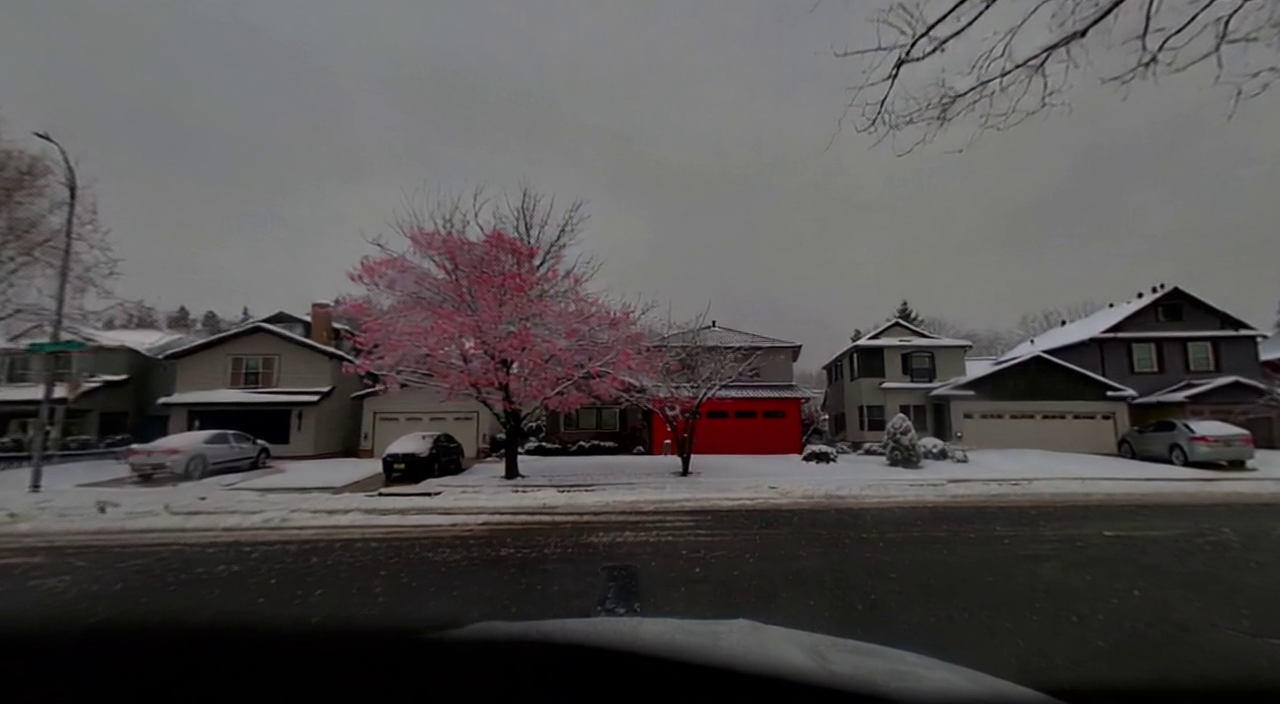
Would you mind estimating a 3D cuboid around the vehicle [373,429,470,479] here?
[{"bbox_3d":[-7.205,3.421,21.292,1.968,1.491,4.486,1,-8,-4],"label":"vehicle"}]
